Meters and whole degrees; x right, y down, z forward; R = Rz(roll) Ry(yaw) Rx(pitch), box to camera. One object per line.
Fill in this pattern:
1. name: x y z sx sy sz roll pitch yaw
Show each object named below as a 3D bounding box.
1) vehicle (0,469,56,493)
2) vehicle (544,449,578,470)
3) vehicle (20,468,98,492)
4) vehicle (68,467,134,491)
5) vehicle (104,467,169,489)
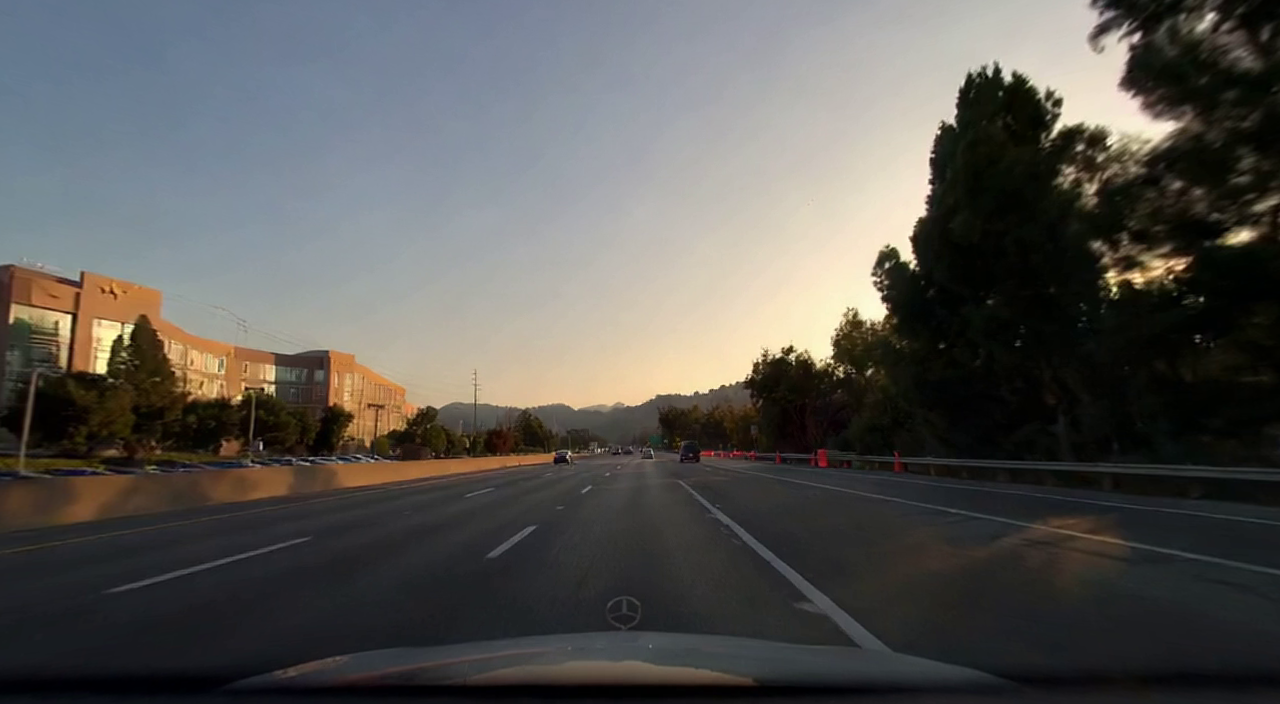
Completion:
1. vehicle: -40.982 8.460 41.381 3.676 1.466 1.819 -2 -9 12
2. vehicle: -6.144 8.408 49.537 2.034 1.539 4.419 0 -9 1
3. vehicle: -40.603 8.939 44.003 4.033 1.451 1.834 -4 -9 10
4. vehicle: -39.951 9.415 46.699 3.623 1.465 1.725 -5 -9 11
5. vehicle: -39.397 9.865 49.273 4.005 1.443 1.819 -5 -9 14
